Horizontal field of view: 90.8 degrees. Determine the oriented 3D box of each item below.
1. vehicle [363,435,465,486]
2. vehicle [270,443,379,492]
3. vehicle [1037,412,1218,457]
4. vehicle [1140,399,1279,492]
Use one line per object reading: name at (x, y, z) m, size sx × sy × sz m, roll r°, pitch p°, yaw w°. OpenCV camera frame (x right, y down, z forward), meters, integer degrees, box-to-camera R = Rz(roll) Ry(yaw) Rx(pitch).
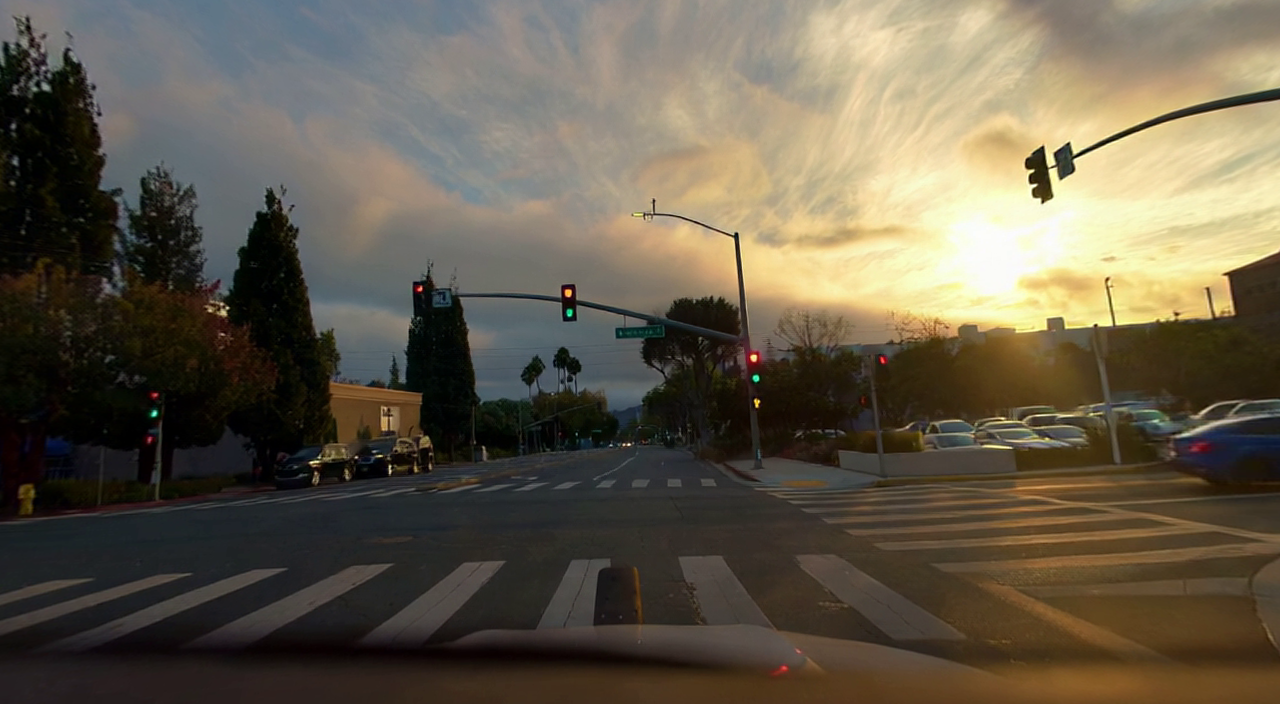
vehicle at (-10.140, 4.926, 28.988) m, size 2.664 × 1.940 × 5.702 m, roll -3°, pitch -9°, yaw 0°
vehicle at (-13.791, 5.065, 28.064) m, size 2.306 × 1.957 × 4.968 m, roll 0°, pitch -9°, yaw -1°
vehicle at (16.850, 2.921, 22.154) m, size 4.560 × 1.453 × 1.851 m, roll -3°, pitch -9°, yaw 18°
vehicle at (11.683, 1.568, 10.632) m, size 4.592 × 1.470 × 2.071 m, roll -3°, pitch -9°, yaw 21°
